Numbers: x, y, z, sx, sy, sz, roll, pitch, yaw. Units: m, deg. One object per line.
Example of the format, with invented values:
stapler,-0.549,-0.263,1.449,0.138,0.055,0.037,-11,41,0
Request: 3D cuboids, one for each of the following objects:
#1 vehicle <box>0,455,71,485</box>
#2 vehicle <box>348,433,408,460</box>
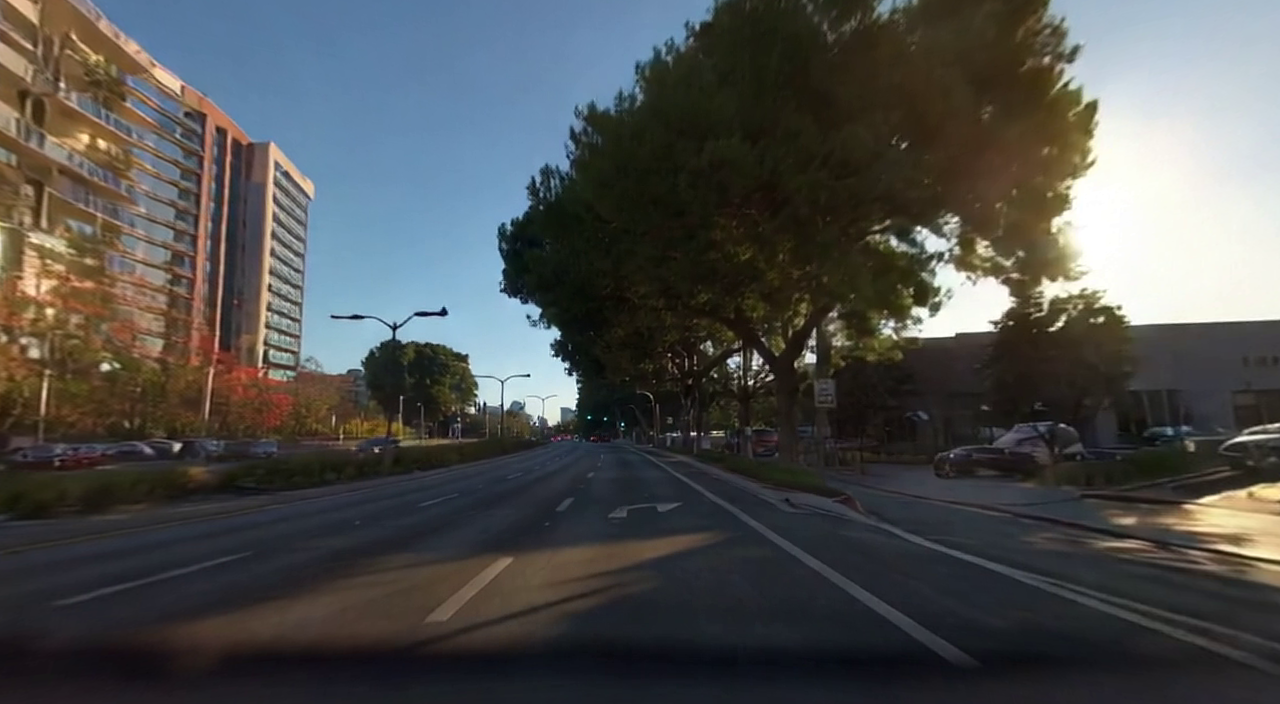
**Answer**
vehicle,-32.659,6.196,33.318,1.794,1.427,3.715,0,-8,0
vehicle,-18.621,6.756,45.130,2.066,1.791,4.878,0,-8,1
